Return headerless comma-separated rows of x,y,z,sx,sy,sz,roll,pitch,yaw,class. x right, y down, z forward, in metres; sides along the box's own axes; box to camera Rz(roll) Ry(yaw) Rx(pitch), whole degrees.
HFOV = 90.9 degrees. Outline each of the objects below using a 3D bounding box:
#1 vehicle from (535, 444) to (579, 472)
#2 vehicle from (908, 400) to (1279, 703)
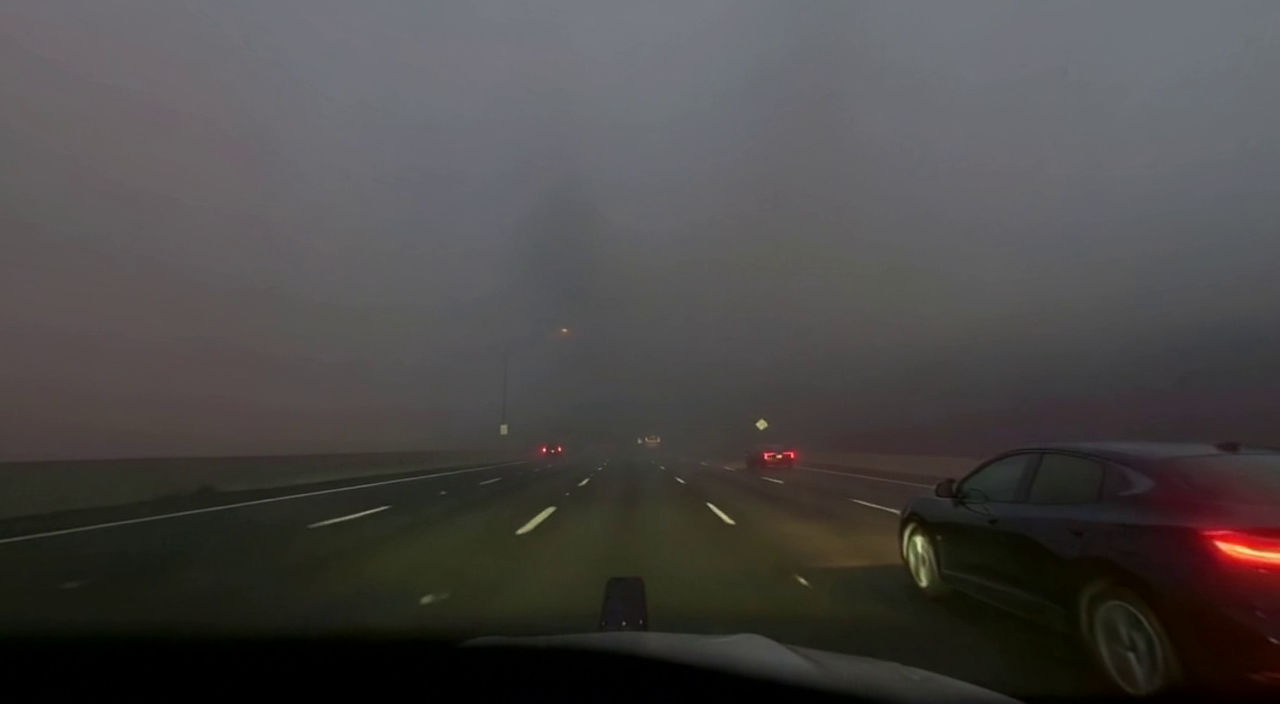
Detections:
-4.665,6.016,36.040,2.014,1.481,4.156,0,-8,-1,vehicle
3.281,1.012,2.878,2.030,1.490,4.737,0,-8,0,vehicle
